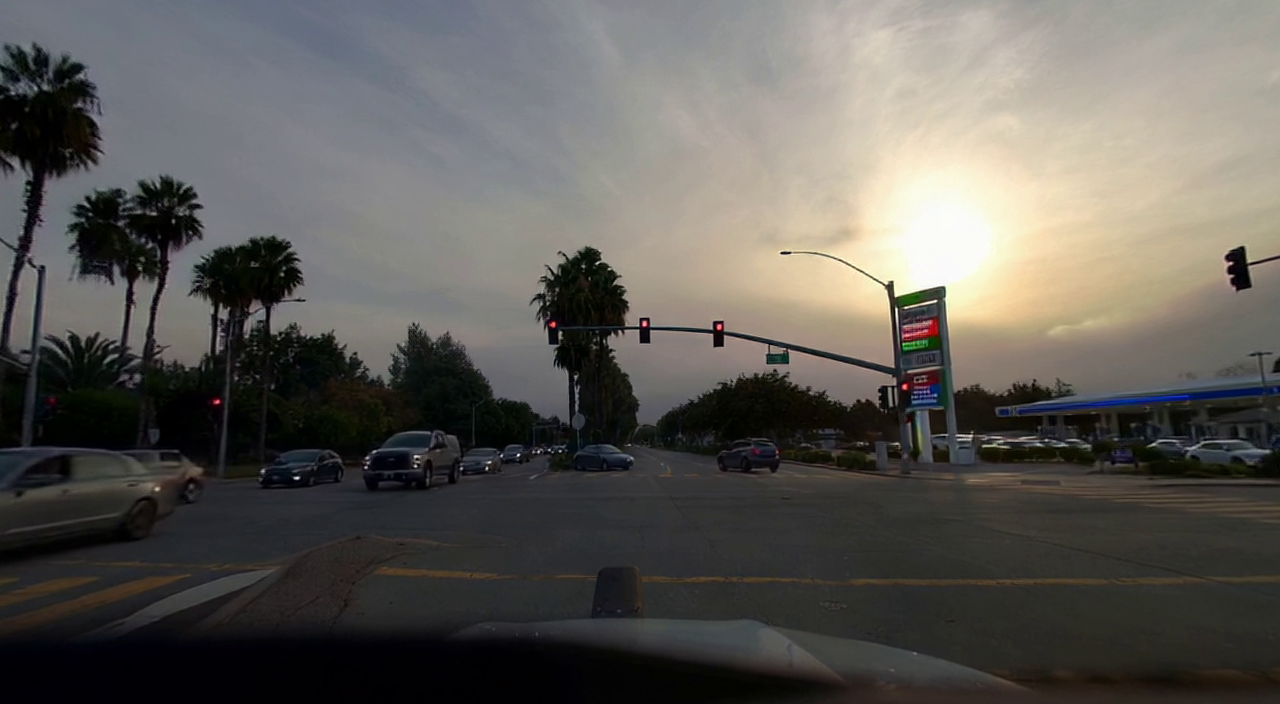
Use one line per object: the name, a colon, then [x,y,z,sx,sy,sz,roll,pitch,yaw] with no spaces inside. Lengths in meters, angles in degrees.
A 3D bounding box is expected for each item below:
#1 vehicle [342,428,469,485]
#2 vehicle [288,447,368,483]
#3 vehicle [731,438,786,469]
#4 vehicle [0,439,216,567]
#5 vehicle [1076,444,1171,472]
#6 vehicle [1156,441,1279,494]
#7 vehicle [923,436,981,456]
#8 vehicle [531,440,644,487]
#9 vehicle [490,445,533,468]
vehicle: [-8.646,3.944,24.067,2.609,1.865,5.875,0,-9,0]
vehicle: [-15.175,5.483,31.011,1.809,1.605,4.033,0,-9,0]
vehicle: [7.014,6.102,37.989,1.929,1.719,4.892,1,-9,-6]
vehicle: [-8.647,2.010,8.940,2.034,1.510,4.647,0,-9,0]
vehicle: [24.246,5.315,31.747,3.474,1.376,1.538,0,-9,-2]
vehicle: [18.670,3.407,18.820,5.015,1.446,1.862,0,-9,-3]
vehicle: [22.520,6.784,45.667,3.356,1.395,1.559,0,-9,-1]
vehicle: [-2.050,3.981,23.004,2.079,1.490,5.064,5,-10,-30]
vehicle: [-8.534,7.005,42.427,1.908,1.473,4.394,0,-9,1]
